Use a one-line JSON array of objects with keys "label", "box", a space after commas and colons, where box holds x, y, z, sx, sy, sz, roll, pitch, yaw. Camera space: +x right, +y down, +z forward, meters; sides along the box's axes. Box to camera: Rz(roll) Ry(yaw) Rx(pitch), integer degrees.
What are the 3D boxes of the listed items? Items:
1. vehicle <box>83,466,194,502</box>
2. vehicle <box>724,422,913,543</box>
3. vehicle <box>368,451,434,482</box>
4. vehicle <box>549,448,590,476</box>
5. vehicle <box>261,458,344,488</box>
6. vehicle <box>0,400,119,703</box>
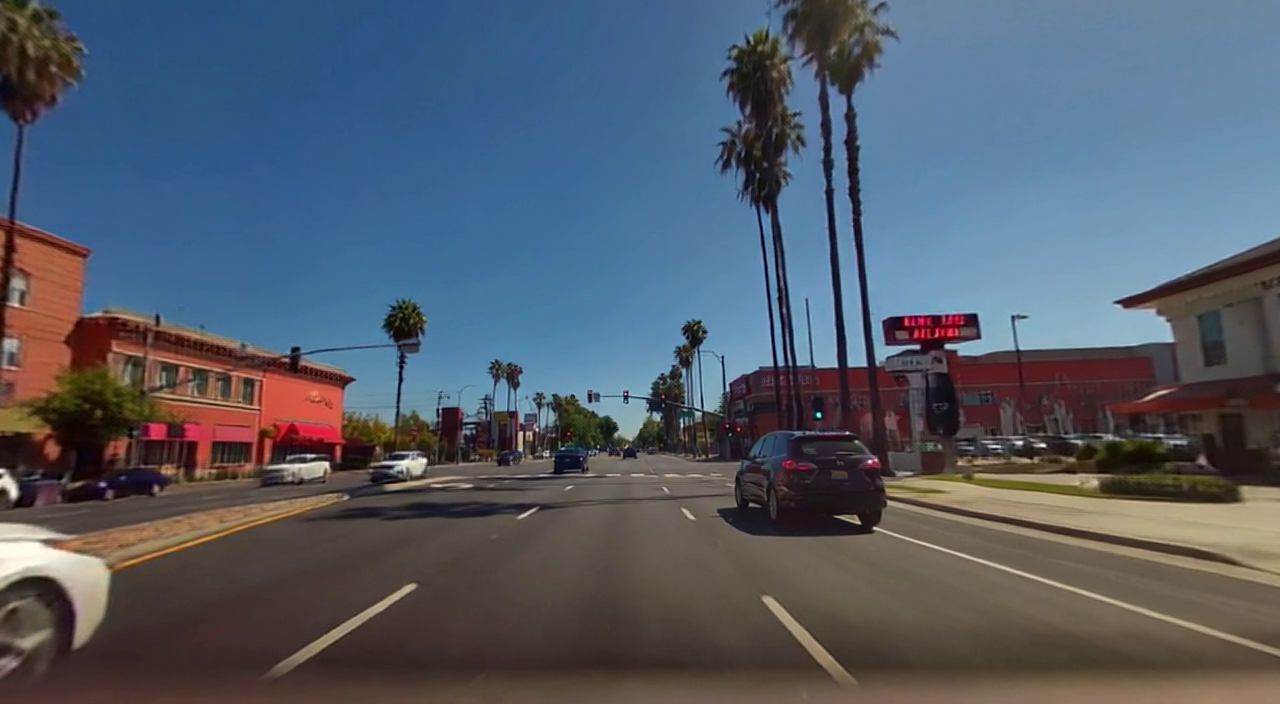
[{"label": "vehicle", "box": [-23.382, 6.151, 29.660, 1.752, 1.430, 4.078, -1, -9, 2]}, {"label": "vehicle", "box": [2.857, 2.210, 11.296, 1.982, 1.711, 4.276, 0, -9, -2]}, {"label": "vehicle", "box": [-13.027, 6.270, 34.765, 1.963, 1.545, 4.320, 0, -9, -1]}, {"label": "vehicle", "box": [-4.073, 6.380, 36.918, 2.034, 1.498, 3.995, 0, -9, -2]}, {"label": "vehicle", "box": [-18.957, 6.777, 35.778, 2.056, 1.504, 4.787, 0, -9, 0]}, {"label": "vehicle", "box": [-3.992, 0.816, 1.558, 2.063, 1.578, 3.915, 0, -9, -1]}]
